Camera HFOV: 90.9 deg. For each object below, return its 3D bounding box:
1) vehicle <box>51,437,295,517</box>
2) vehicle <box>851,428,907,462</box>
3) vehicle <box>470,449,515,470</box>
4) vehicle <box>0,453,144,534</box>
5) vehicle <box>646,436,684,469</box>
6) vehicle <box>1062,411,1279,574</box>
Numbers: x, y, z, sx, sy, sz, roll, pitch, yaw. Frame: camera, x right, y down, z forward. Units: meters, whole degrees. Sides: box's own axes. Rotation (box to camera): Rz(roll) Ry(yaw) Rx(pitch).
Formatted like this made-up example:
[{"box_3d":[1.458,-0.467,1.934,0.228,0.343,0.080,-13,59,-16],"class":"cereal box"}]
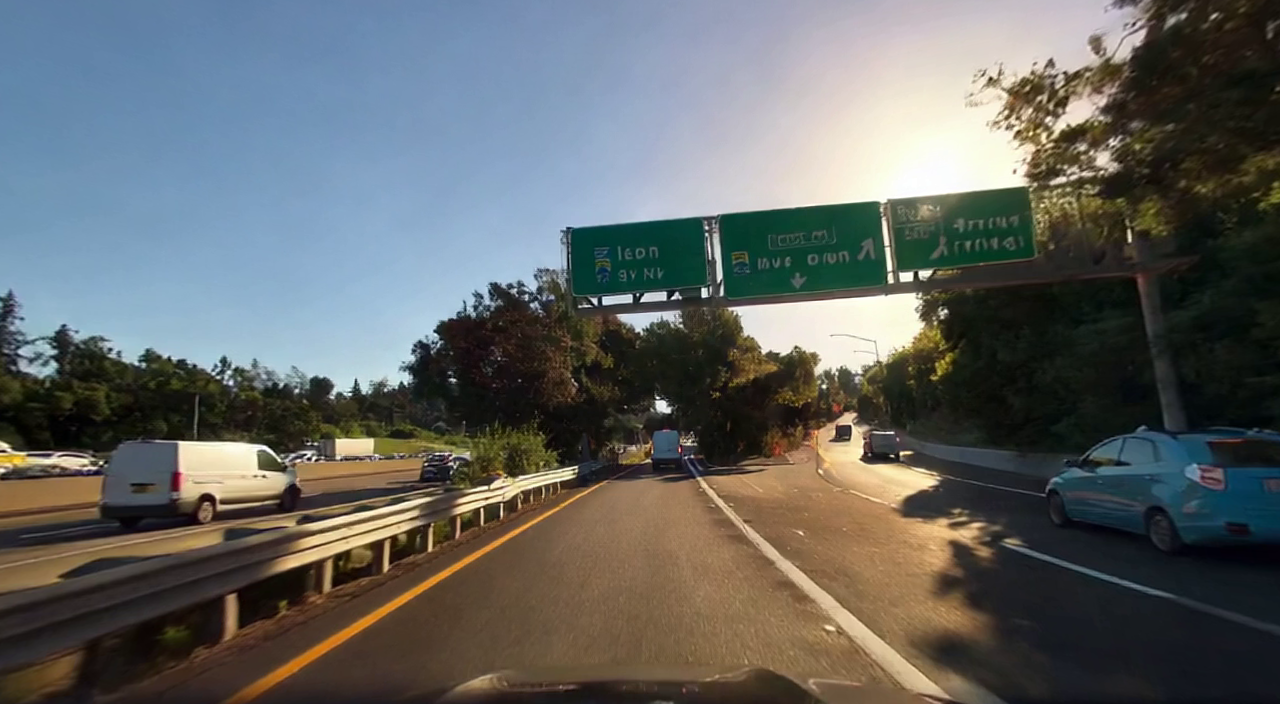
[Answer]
[{"box_3d":[-13.469,3.605,19.031,2.298,1.964,6.364,-1,-8,3],"class":"vehicle"},{"box_3d":[13.715,5.355,36.494,2.167,1.798,4.838,-2,-8,11],"class":"vehicle"},{"box_3d":[-11.428,8.345,49.242,2.081,1.539,4.573,-1,-8,5],"class":"vehicle"},{"box_3d":[-13.881,3.035,13.857,2.747,1.505,3.932,0,-8,0],"class":"vehicle"},{"box_3d":[1.445,5.848,36.927,2.043,1.821,4.558,-1,-8,2],"class":"vehicle"},{"box_3d":[7.818,1.662,8.051,2.098,1.654,4.637,-2,-8,8],"class":"vehicle"}]
